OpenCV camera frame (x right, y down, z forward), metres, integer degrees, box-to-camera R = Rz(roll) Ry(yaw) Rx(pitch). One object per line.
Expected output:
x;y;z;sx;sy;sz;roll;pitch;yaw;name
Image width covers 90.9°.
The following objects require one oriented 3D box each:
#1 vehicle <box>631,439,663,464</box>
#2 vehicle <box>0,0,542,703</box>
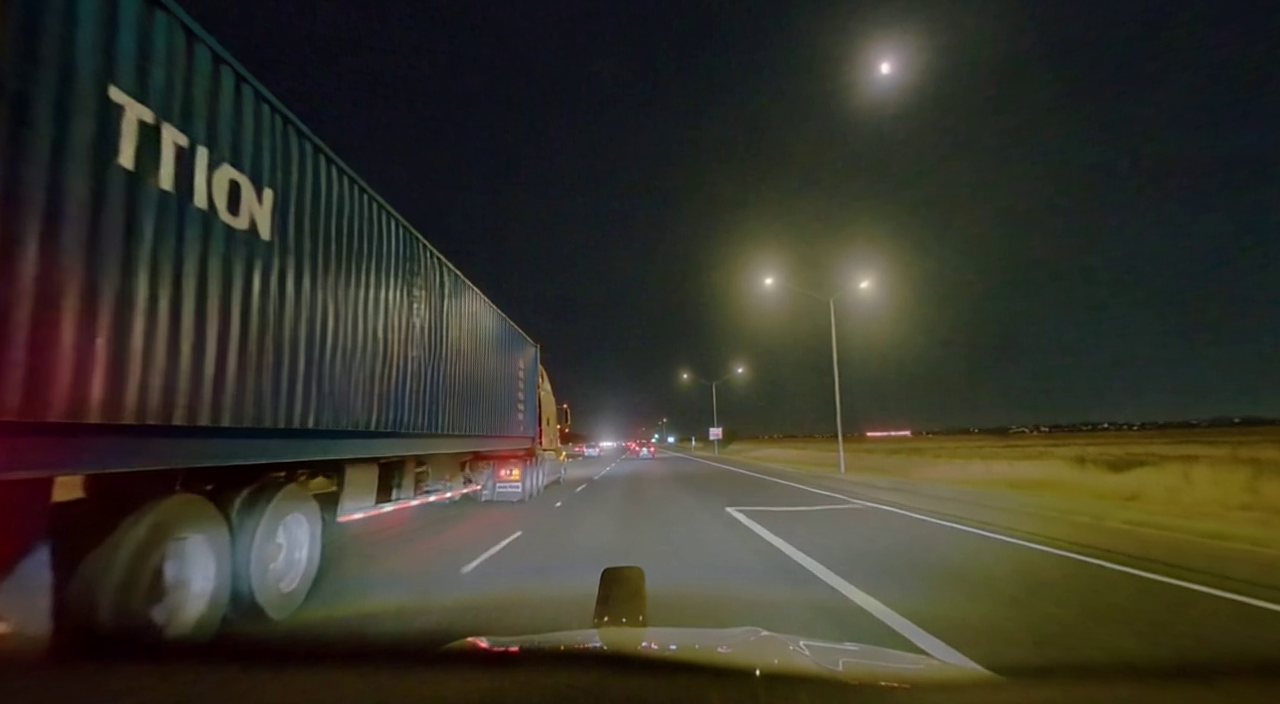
0.479;7.154;45.485;2.136;1.718;4.157;0;-8;0;vehicle
-3.951;0.566;8.811;2.840;4.032;13.388;0;-8;1;vehicle
